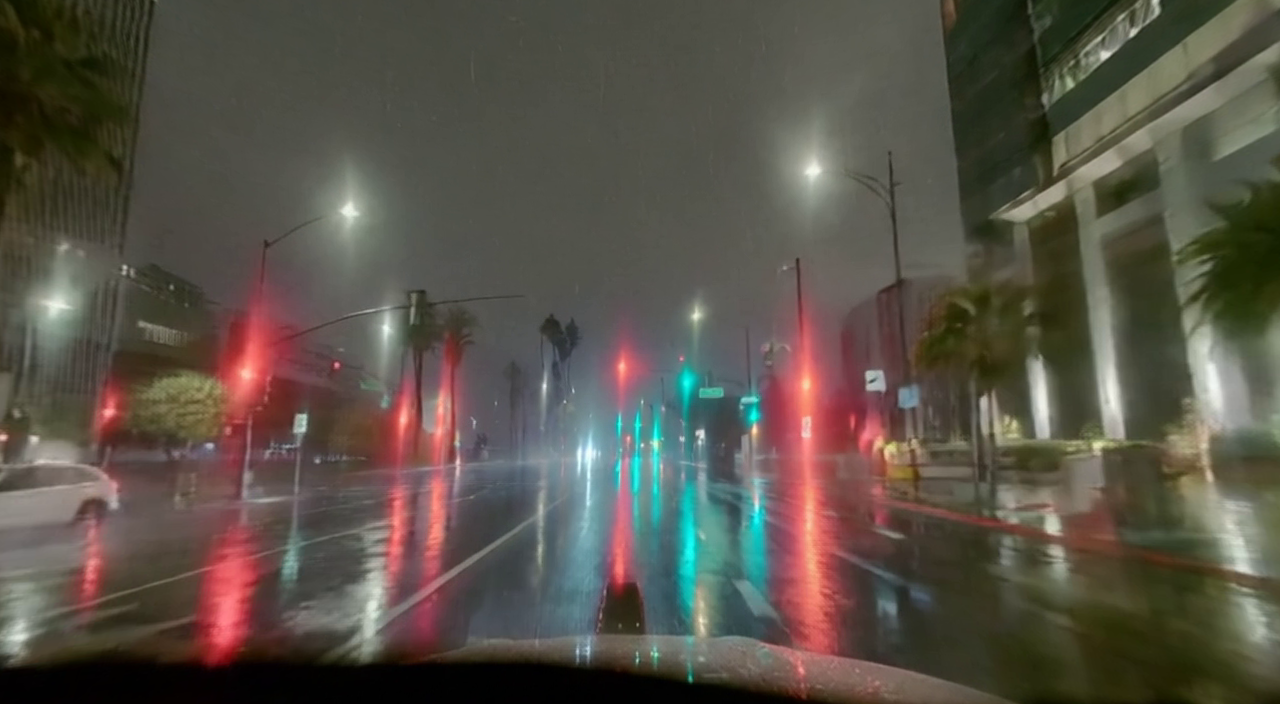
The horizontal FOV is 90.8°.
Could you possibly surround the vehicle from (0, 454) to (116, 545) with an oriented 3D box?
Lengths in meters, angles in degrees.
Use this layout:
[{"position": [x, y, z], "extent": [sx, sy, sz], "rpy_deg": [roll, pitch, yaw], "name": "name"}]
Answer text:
[{"position": [-13.202, 3.021, 12.697], "extent": [1.913, 1.694, 4.462], "rpy_deg": [-5, -8, -6], "name": "vehicle"}]
